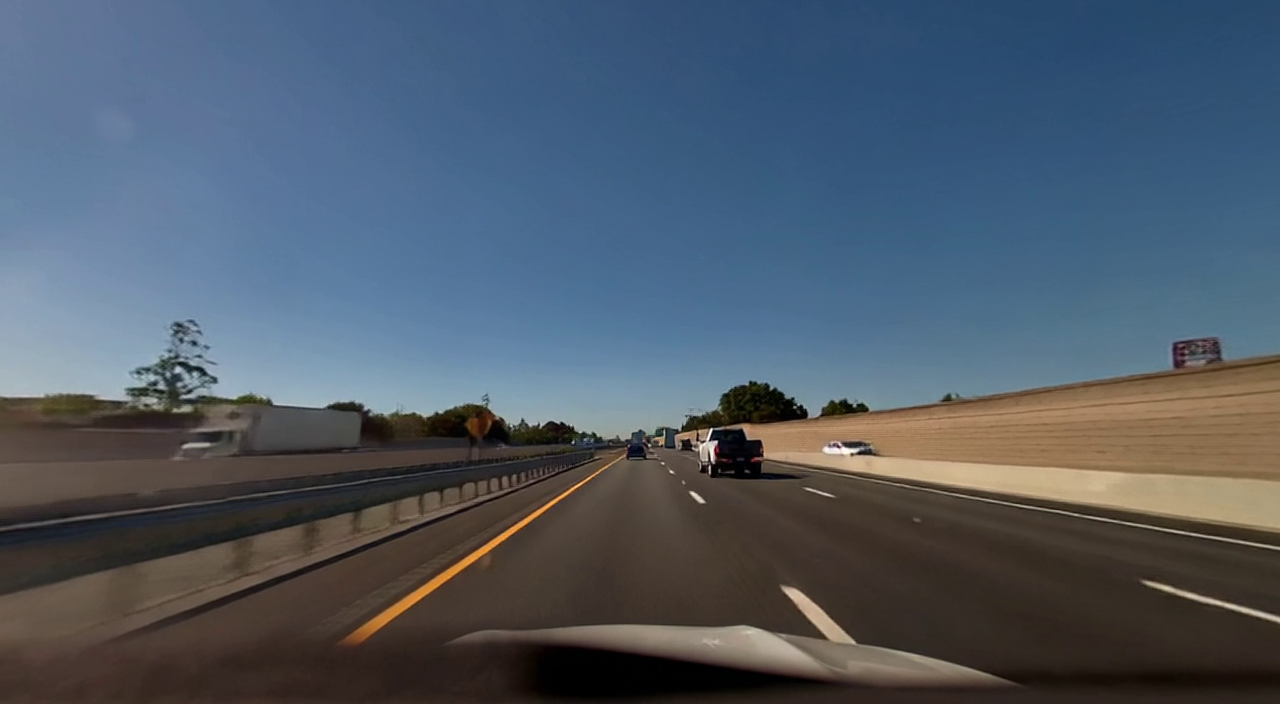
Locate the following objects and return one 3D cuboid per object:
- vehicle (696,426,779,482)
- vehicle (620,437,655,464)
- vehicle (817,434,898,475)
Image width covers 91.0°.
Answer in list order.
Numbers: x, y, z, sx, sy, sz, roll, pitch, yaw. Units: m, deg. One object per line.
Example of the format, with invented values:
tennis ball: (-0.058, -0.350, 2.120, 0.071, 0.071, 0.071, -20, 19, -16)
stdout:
vehicle: (3.457, 3.754, 23.336, 2.269, 1.839, 4.554, 0, -9, -1)
vehicle: (-0.152, 6.426, 41.106, 2.142, 1.664, 4.076, 0, -9, 0)
vehicle: (10.554, 5.001, 31.008, 2.161, 1.824, 4.876, 0, -9, -1)
